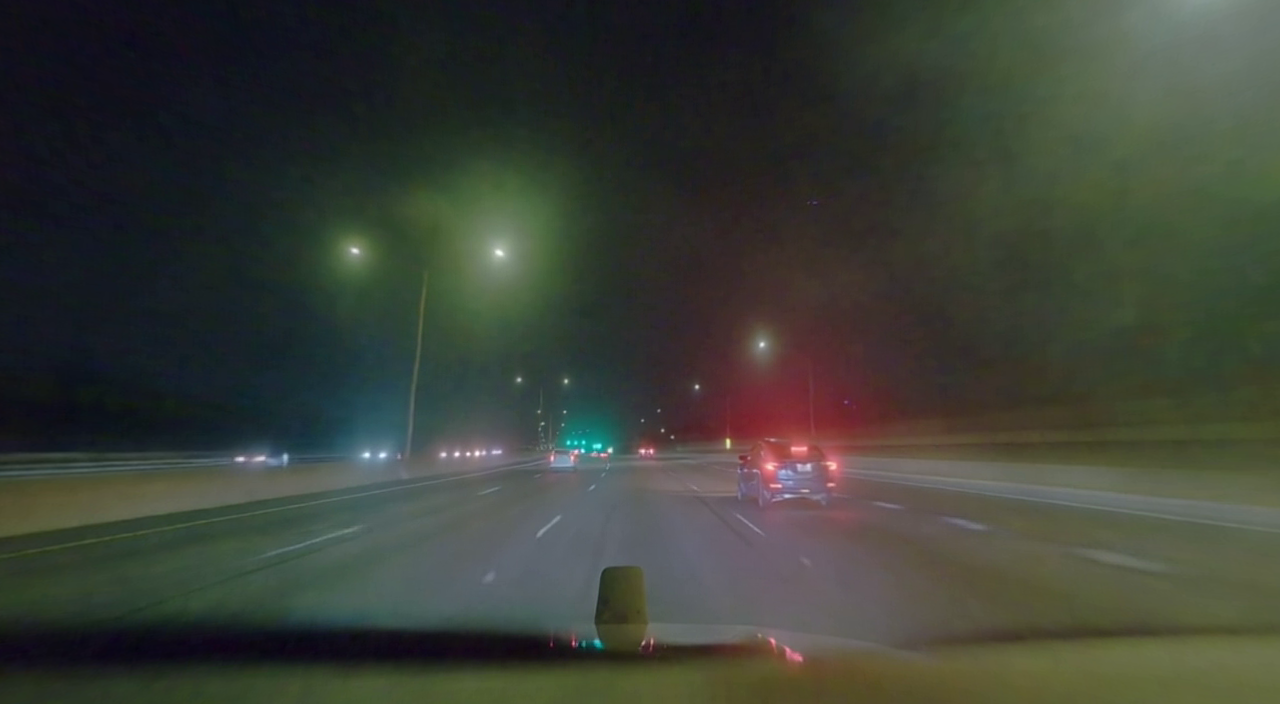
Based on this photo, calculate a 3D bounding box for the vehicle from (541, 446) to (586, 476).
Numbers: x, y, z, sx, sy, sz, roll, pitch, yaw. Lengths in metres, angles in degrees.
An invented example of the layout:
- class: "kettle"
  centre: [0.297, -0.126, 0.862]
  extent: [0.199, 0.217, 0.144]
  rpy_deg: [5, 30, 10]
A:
- class: "vehicle"
  centre: [-4.124, 5.943, 34.570]
  extent: [2.014, 1.481, 4.156]
  rpy_deg: [0, -8, 0]

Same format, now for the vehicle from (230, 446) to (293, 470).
- class: "vehicle"
  centre: [-29.388, 8.209, 49.166]
  extent: [1.939, 1.723, 4.907]
  rpy_deg: [0, -8, -2]
